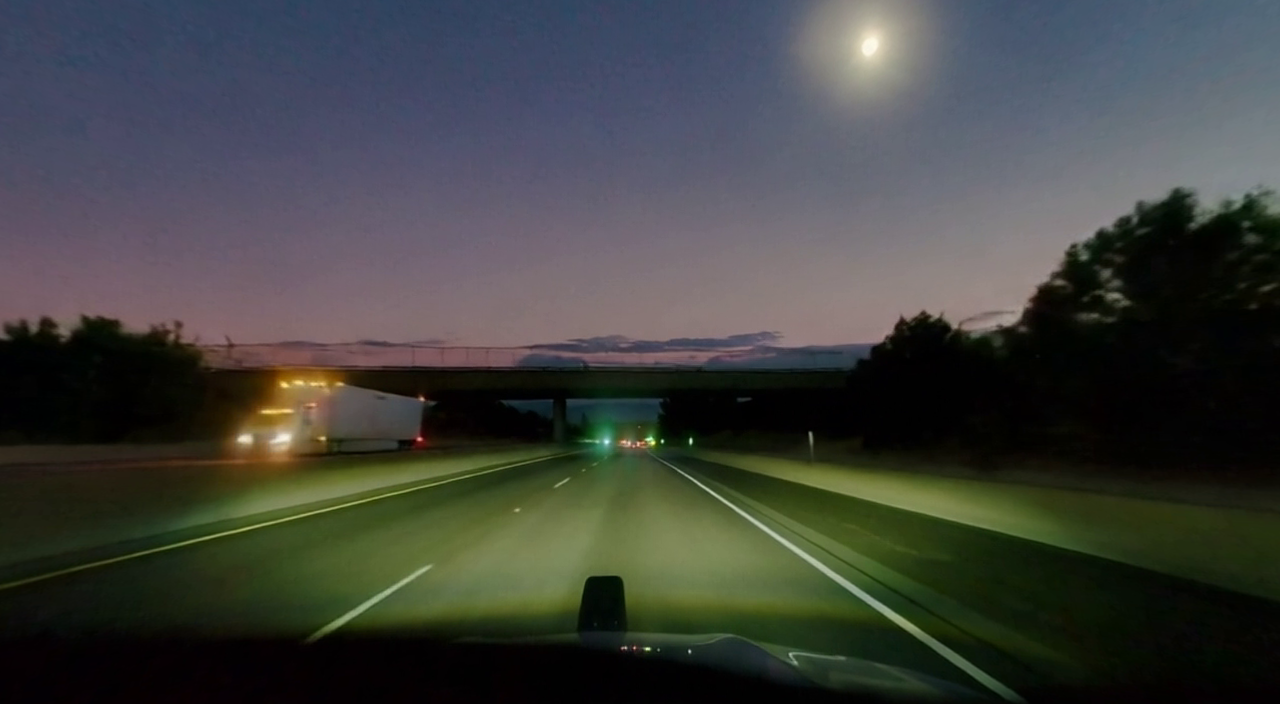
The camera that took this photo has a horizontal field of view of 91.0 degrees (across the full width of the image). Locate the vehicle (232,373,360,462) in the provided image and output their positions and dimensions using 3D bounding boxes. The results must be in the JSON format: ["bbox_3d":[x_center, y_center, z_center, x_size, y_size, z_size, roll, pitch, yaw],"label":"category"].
[{"bbox_3d":[-16.955,3.381,31.635,3.020,4.024,5.914,0,-8,-1],"label":"vehicle"}]
